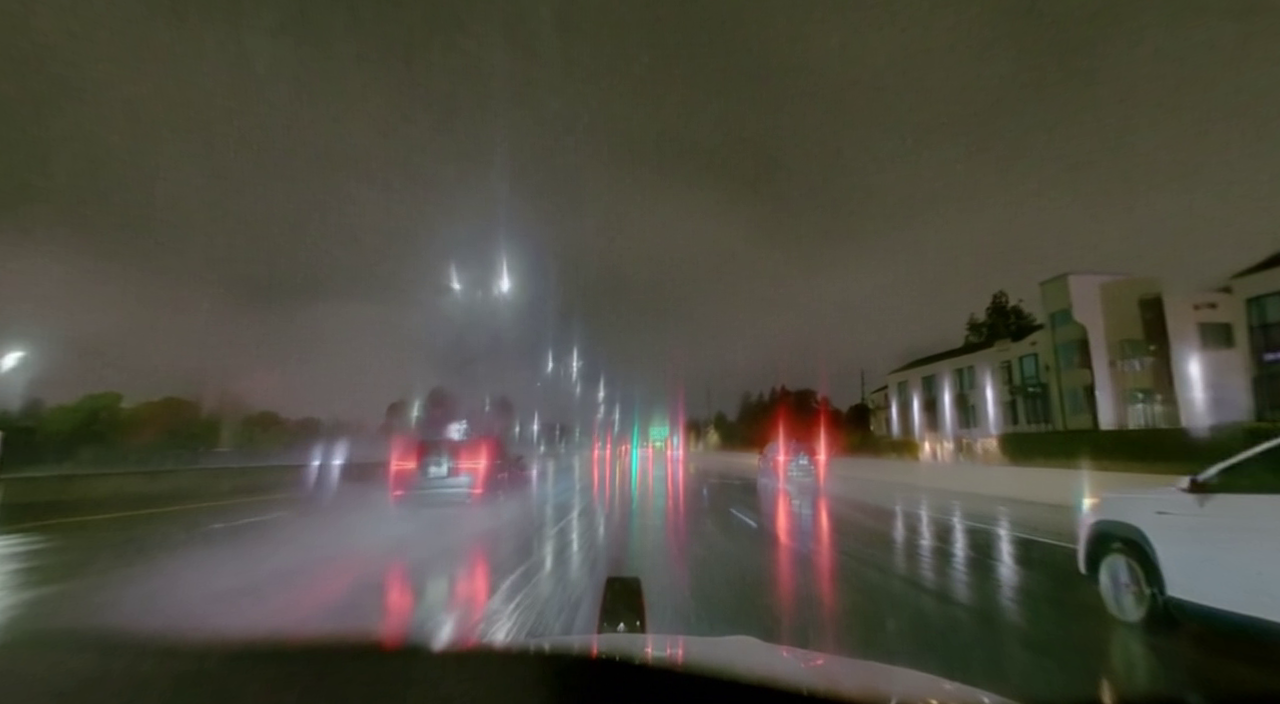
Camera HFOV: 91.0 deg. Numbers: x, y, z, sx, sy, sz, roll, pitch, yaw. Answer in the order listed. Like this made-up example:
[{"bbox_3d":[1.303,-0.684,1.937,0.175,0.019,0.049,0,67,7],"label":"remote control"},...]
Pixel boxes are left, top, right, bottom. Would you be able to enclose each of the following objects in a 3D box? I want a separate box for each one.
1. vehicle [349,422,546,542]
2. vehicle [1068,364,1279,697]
[{"bbox_3d":[-3.191,2.273,11.680,2.075,1.721,4.763,0,-9,1],"label":"vehicle"},{"bbox_3d":[4.461,0.816,2.530,2.170,1.733,4.631,0,-9,0],"label":"vehicle"}]
